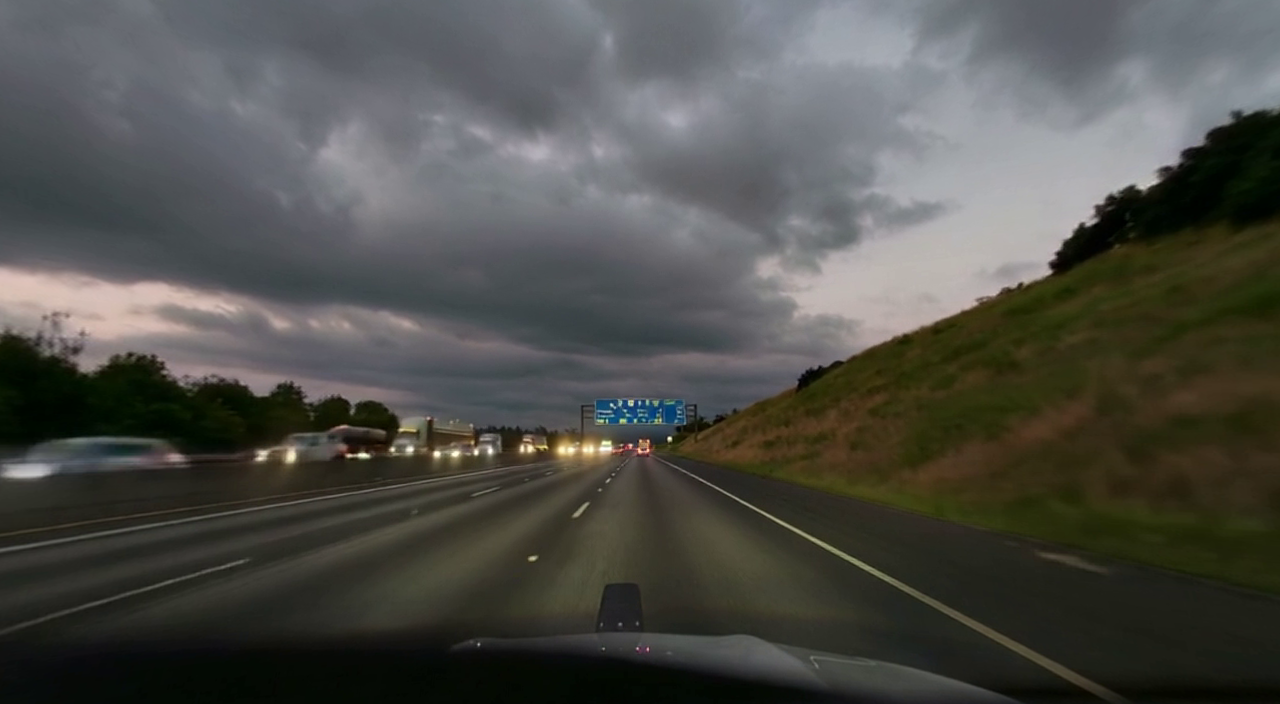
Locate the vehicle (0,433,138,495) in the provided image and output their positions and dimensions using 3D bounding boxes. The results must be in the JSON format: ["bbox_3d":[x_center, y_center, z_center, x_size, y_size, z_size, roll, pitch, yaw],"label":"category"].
[{"bbox_3d":[-16.377,3.003,17.151,1.918,1.483,4.211,0,-9,1],"label":"vehicle"}]

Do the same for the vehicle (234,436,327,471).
[{"bbox_3d":[-18.680,5.317,33.063,2.040,1.677,4.753,0,-9,0],"label":"vehicle"}]

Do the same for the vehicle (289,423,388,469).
[{"bbox_3d":[-18.748,5.938,39.838,2.622,2.633,6.982,0,-9,1],"label":"vehicle"}]

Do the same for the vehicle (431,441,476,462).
[{"bbox_3d":[-14.636,7.830,49.774,2.066,1.592,4.822,0,-9,0],"label":"vehicle"}]
